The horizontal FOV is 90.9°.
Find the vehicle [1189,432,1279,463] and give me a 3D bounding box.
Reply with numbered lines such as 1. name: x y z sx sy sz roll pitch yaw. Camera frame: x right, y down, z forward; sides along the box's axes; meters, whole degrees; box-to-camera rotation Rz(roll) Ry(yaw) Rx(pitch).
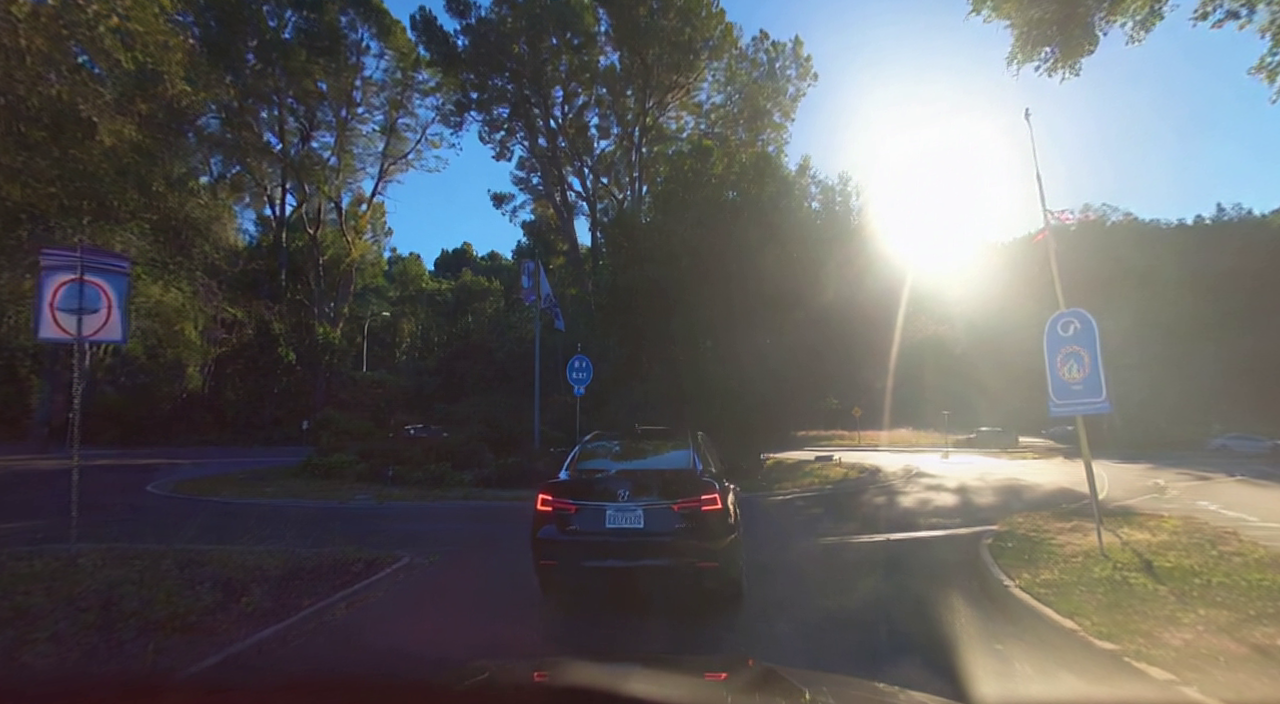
1. vehicle: 35.150 5.554 36.748 4.485 1.691 2.132 1 -9 -7

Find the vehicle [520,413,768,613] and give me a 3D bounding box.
1. vehicle: 0.292 1.645 7.312 2.078 1.607 4.010 -2 -9 8
